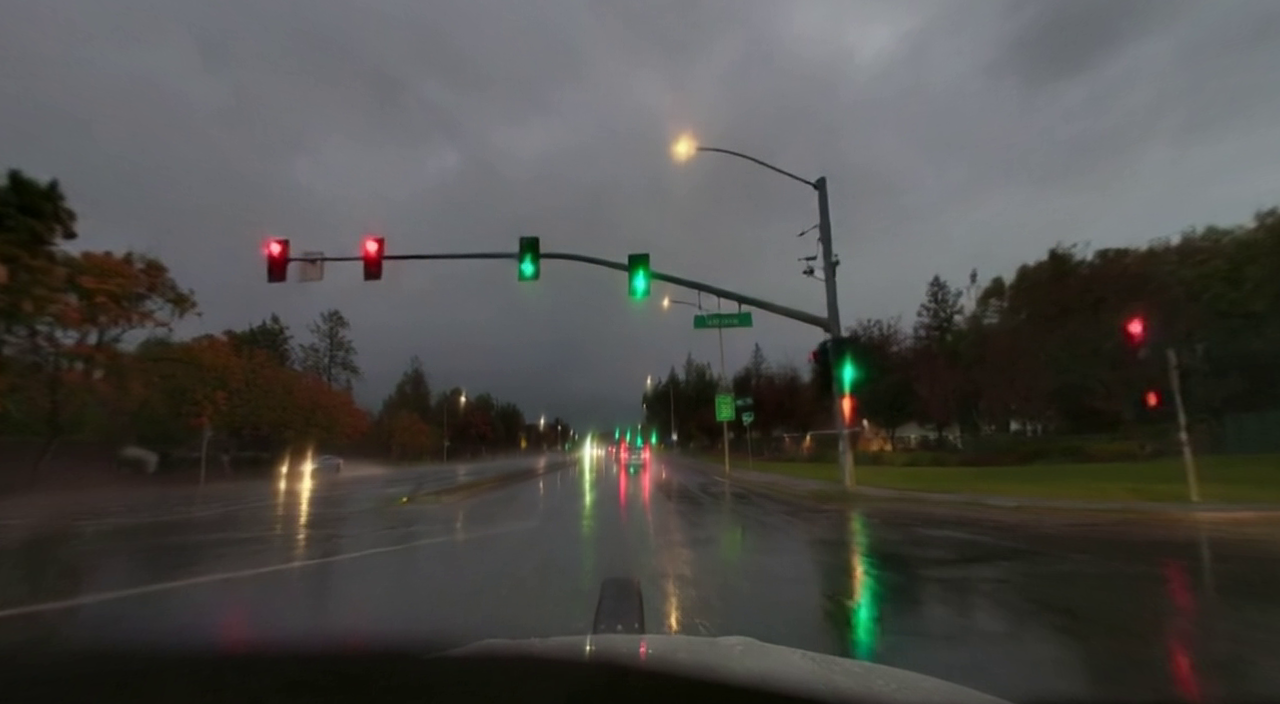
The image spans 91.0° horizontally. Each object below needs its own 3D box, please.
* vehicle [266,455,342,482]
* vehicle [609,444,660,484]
[{"bbox_3d":[-20.981,7.306,39.580,2.175,1.492,4.722,-1,-9,1],"label":"vehicle"},{"bbox_3d":[-0.231,4.587,26.035,1.954,1.469,3.465,-1,-9,0],"label":"vehicle"}]
